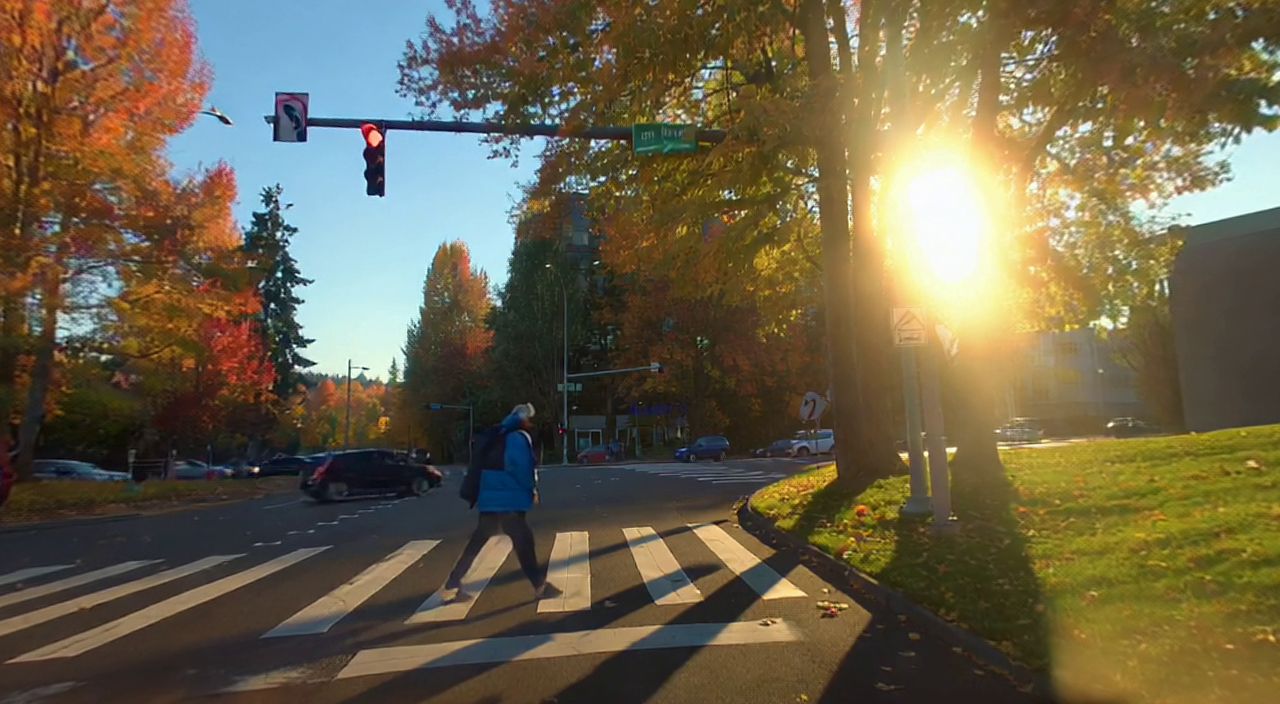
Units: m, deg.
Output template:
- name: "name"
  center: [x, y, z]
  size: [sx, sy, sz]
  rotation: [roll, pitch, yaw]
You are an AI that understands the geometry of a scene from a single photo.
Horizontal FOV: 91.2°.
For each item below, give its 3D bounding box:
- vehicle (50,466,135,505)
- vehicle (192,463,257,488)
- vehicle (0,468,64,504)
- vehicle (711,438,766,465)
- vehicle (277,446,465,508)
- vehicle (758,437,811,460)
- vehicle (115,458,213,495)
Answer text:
- name: "vehicle"
  center: [-25.428, 6.161, 29.270]
  size: [1.694, 1.528, 4.225]
  rotation: [3, -9, -24]
- name: "vehicle"
  center: [-28.557, 8.474, 43.177]
  size: [1.768, 1.465, 3.972]
  rotation: [0, -9, -1]
- name: "vehicle"
  center: [-30.334, 6.447, 30.334]
  size: [1.800, 1.520, 3.968]
  rotation: [2, -9, -14]
- name: "vehicle"
  center: [6.954, 6.969, 43.965]
  size: [1.867, 1.743, 4.259]
  rotation: [-8, -11, 40]
- name: "vehicle"
  center: [-7.825, 3.612, 18.688]
  size: [1.915, 1.586, 4.734]
  rotation: [-7, -11, 38]
- name: "vehicle"
  center: [11.468, 7.587, 49.360]
  size: [1.979, 1.659, 4.907]
  rotation: [-8, -11, 39]
- name: "vehicle"
  center: [-27.832, 7.268, 36.914]
  size: [2.064, 1.913, 5.081]
  rotation: [0, -9, -4]
